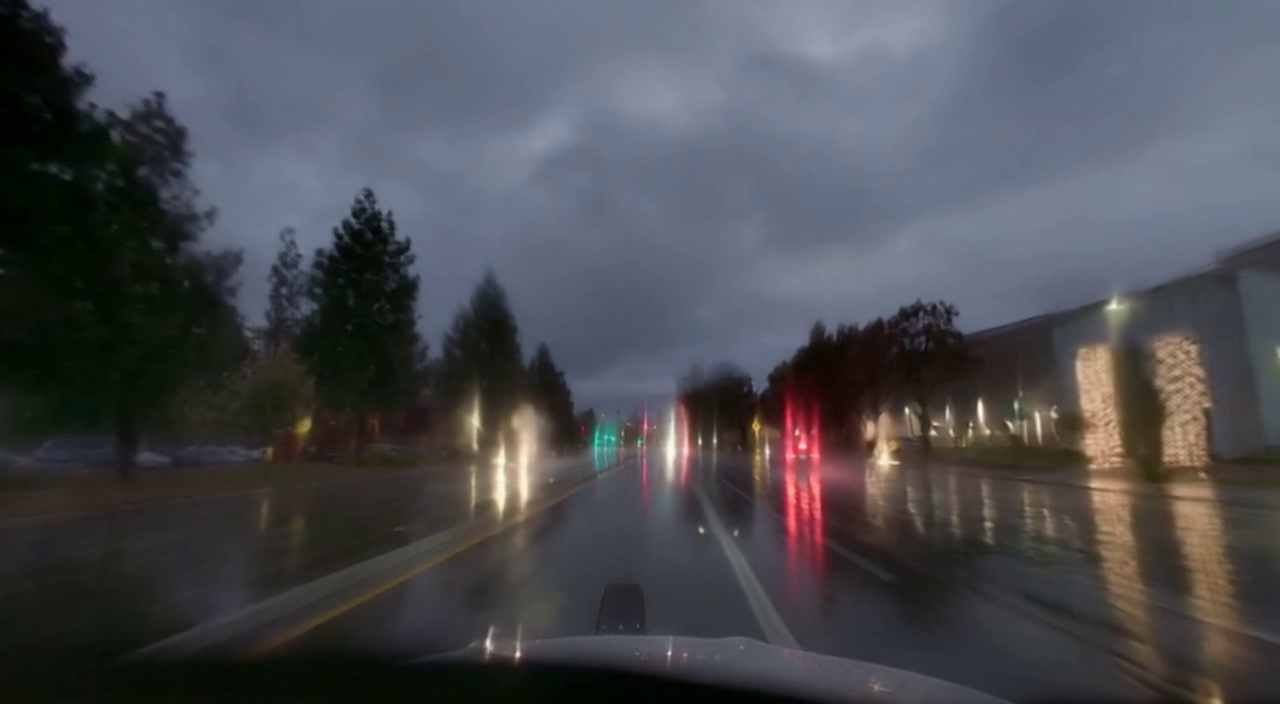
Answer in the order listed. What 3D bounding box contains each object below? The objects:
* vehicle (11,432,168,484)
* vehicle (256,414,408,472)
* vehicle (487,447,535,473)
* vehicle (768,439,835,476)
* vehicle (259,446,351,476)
[{"bbox_3d":[-26.353,5.104,30.393,5.472,2.114,2.482,-3,-9,5],"label":"vehicle"},{"bbox_3d":[-19.797,5.901,40.976,8.324,3.550,2.670,0,-9,1],"label":"vehicle"},{"bbox_3d":[-7.948,6.675,39.319,1.865,1.503,4.375,-1,-8,3],"label":"vehicle"},{"bbox_3d":[7.644,5.038,30.354,2.181,1.639,4.127,0,-8,1],"label":"vehicle"},{"bbox_3d":[-18.737,6.096,35.405,4.259,1.396,1.815,-4,-8,6],"label":"vehicle"}]
